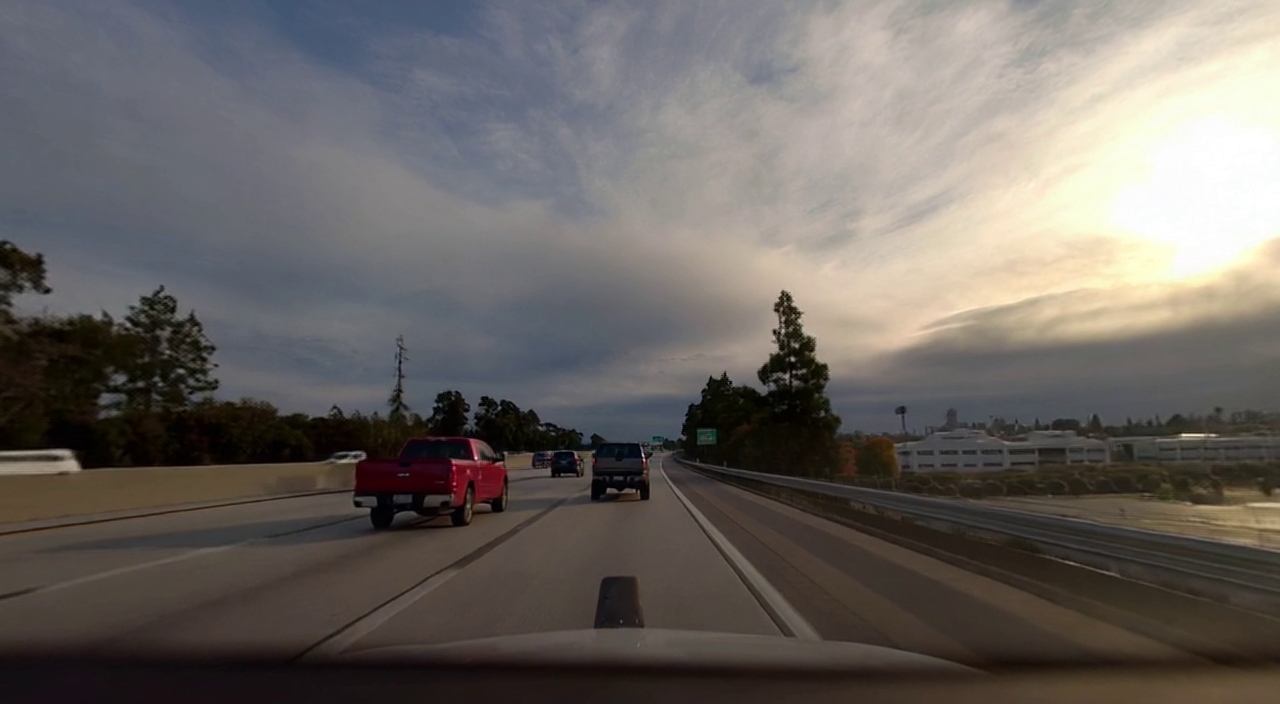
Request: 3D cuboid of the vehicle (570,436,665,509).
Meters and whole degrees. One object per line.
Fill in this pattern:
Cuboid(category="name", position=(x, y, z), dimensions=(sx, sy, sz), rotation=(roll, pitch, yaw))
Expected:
Cuboid(category="vehicle", position=(-0.504, 3.248, 17.559), dimensions=(2.293, 1.753, 4.380), rotation=(0, -8, 1))

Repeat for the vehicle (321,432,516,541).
Cuboid(category="vehicle", position=(-4.024, 2.523, 12.652), dimensions=(2.038, 1.704, 5.181), rotation=(0, -8, 0))

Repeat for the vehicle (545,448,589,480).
Cuboid(category="vehicle", position=(-4.307, 6.661, 37.975), dimensions=(1.991, 1.776, 4.333), rotation=(0, -8, 1))
